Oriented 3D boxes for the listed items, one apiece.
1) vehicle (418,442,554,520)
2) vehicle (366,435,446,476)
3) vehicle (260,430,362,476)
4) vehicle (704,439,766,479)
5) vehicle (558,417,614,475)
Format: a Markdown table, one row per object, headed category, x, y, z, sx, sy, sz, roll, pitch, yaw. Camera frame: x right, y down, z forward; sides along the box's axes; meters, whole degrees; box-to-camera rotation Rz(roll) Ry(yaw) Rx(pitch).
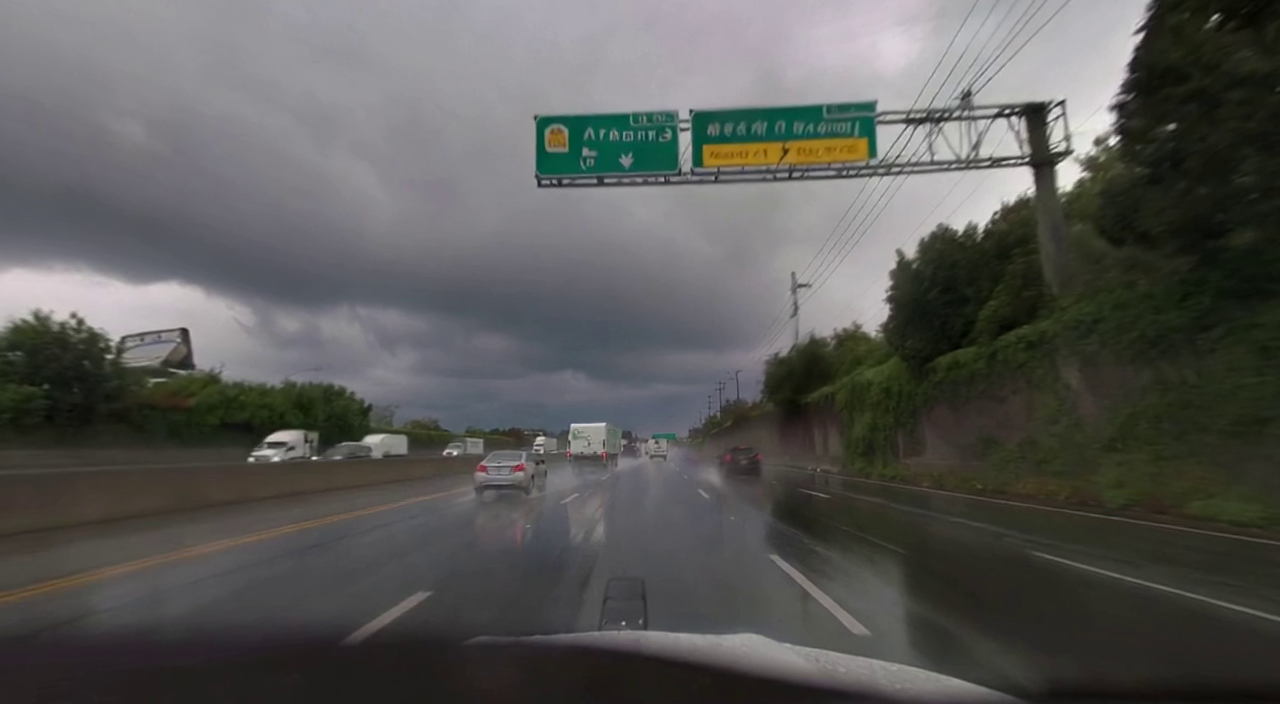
| category | x | y | z | sx | sy | sz | roll | pitch | yaw |
| --- | --- | --- | --- | --- | --- | --- | --- | --- | --- |
| vehicle | -3.289 | 2.839 | 14.375 | 2.004 | 1.498 | 4.043 | 0 | -9 | 1 |
| vehicle | -15.046 | 6.675 | 41.015 | 2.430 | 2.421 | 6.683 | 0 | -9 | 2 |
| vehicle | -19.251 | 5.982 | 37.416 | 2.216 | 2.481 | 6.712 | 0 | -9 | 2 |
| vehicle | 4.565 | 5.209 | 31.033 | 2.214 | 1.799 | 4.627 | 0 | -9 | -1 |
| vehicle | -3.086 | 5.640 | 37.879 | 2.632 | 3.153 | 6.879 | 0 | -9 | 1 |
